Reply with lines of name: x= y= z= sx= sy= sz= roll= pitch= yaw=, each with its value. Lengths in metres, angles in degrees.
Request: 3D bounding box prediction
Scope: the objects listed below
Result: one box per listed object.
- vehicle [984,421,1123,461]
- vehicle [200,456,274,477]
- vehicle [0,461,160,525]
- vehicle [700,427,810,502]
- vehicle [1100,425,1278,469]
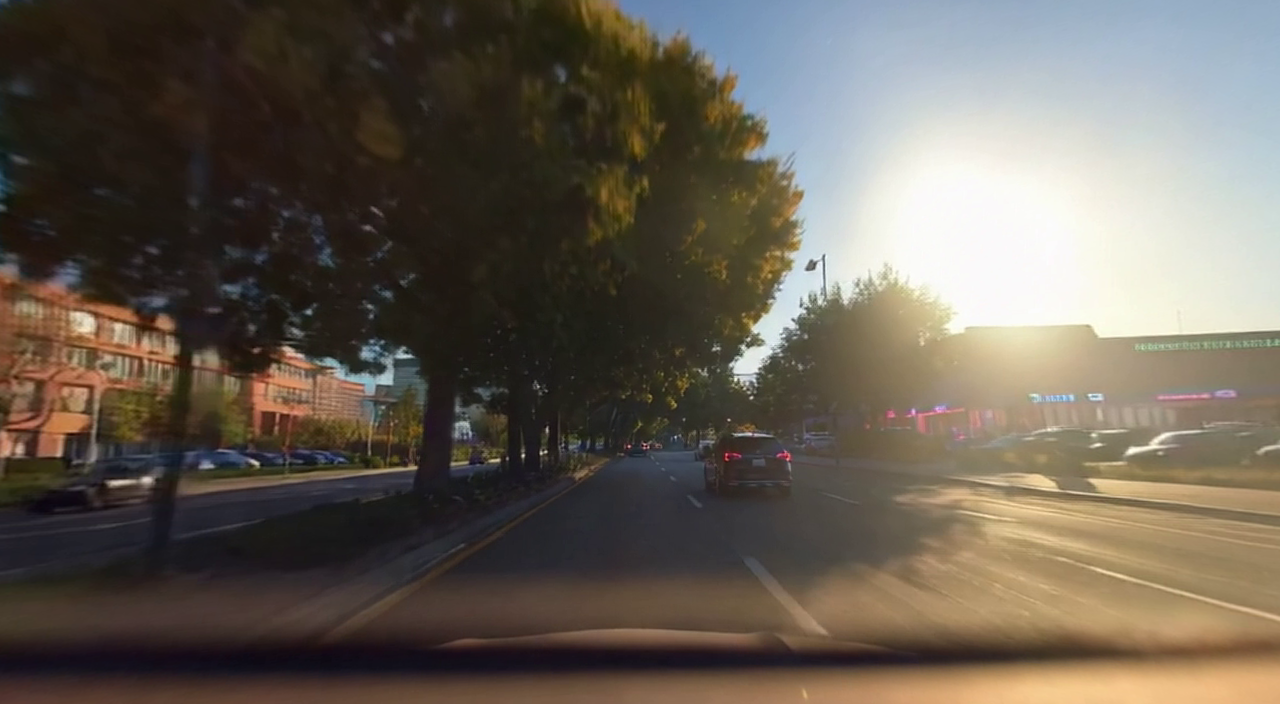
vehicle: x=19.679 y=4.286 z=30.284 sx=4.975 sy=1.786 sz=2.223 roll=-1 pitch=-9 yaw=3
vehicle: x=-29.620 y=8.423 z=46.514 sx=4.173 sy=1.482 sz=1.818 roll=0 pitch=-9 yaw=1
vehicle: x=-16.316 y=3.862 z=17.789 sx=1.955 sy=1.428 sz=4.606 roll=0 pitch=-9 yaw=0
vehicle: x=2.793 y=2.852 z=16.407 sx=1.963 sy=1.677 sz=4.229 roll=0 pitch=-9 yaw=-1
vehicle: x=19.203 y=3.341 z=22.246 sx=4.418 sy=1.461 sz=2.002 roll=0 pitch=-9 yaw=-2
